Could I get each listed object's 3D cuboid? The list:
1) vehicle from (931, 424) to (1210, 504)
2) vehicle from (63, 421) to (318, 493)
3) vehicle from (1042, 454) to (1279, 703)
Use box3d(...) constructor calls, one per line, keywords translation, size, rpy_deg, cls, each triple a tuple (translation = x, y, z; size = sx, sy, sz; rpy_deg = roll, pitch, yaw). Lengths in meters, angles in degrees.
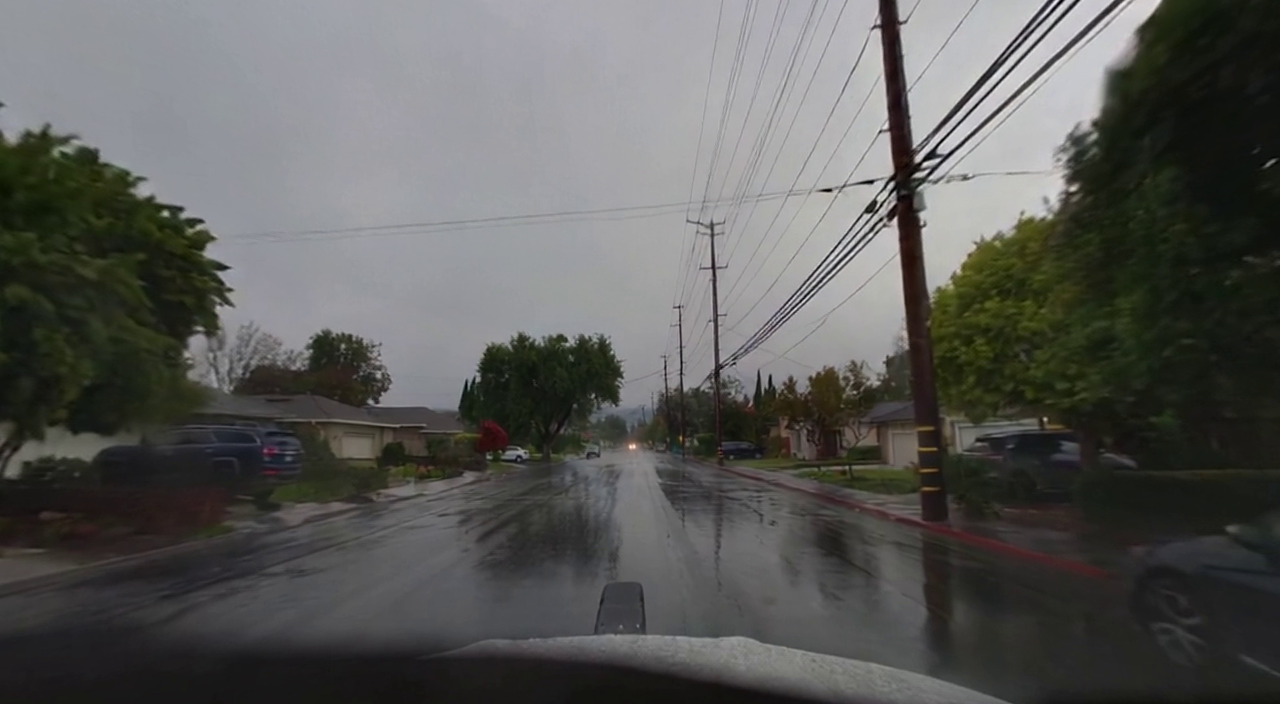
box3d(translation=(10.330, 2.715, 15.542), size=(5.221, 1.798, 2.211), rpy_deg=(0, -9, -1), cls="vehicle")
box3d(translation=(-12.314, 2.920, 17.695), size=(5.186, 1.842, 2.465), rpy_deg=(0, -9, -1), cls="vehicle")
box3d(translation=(4.215, 1.164, 2.555), size=(2.055, 1.402, 4.559), rpy_deg=(1, -9, -2), cls="vehicle")
